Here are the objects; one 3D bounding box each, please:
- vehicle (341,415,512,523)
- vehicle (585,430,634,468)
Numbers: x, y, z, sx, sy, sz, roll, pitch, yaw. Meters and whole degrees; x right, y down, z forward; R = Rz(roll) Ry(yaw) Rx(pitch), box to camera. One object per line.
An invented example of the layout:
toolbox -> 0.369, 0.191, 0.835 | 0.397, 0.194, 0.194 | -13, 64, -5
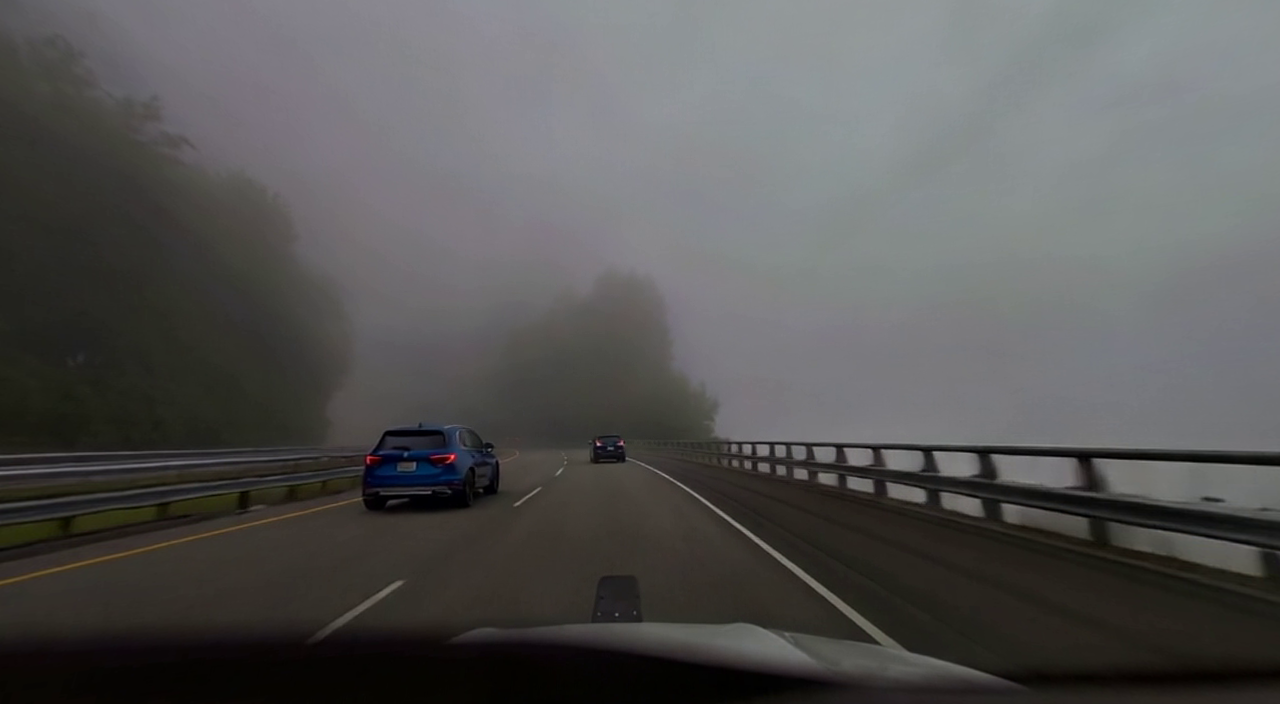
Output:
vehicle -> -4.162, 2.339, 13.290 | 2.053, 1.847, 4.760 | 0, -8, -2
vehicle -> -1.688, 5.092, 33.377 | 2.452, 1.857, 4.022 | 1, -8, -5
